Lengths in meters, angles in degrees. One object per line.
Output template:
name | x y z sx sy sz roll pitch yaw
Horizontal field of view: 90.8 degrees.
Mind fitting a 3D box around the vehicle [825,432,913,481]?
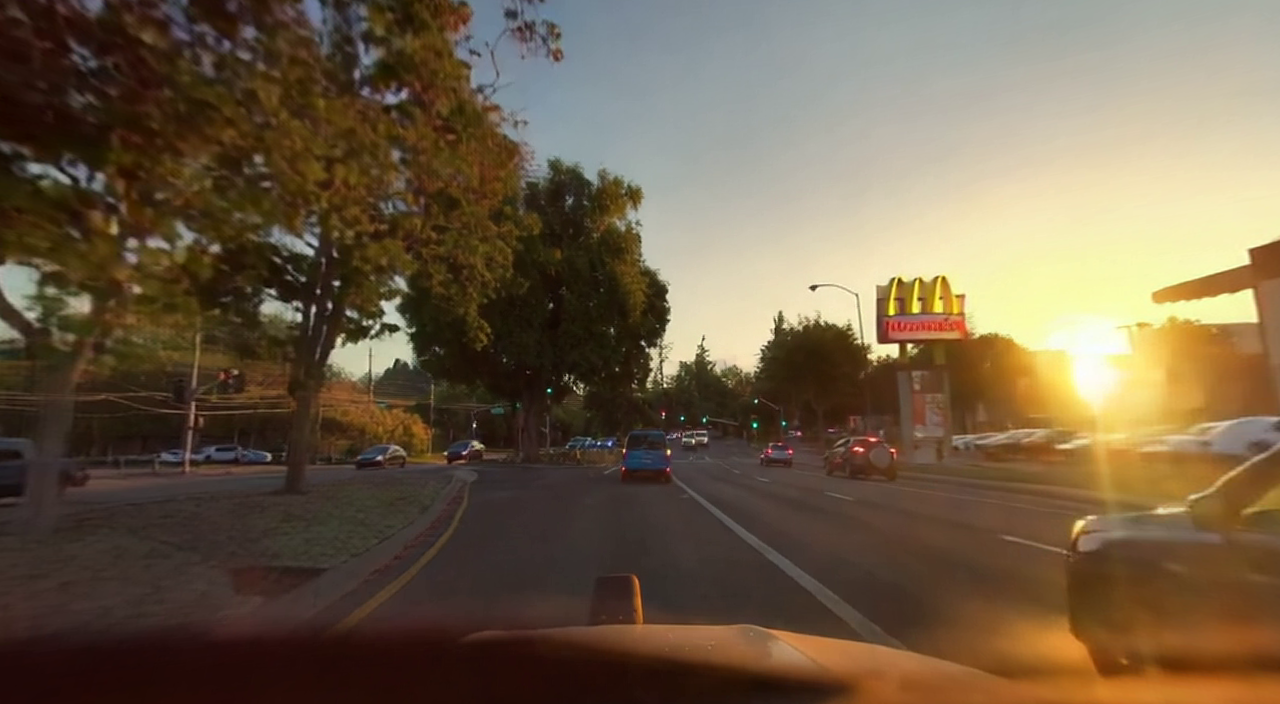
vehicle | 9.045 4.167 25.398 1.977 1.786 4.344 0 -8 1

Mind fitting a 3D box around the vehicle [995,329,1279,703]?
vehicle | 3.402 0.716 1.894 2.076 1.716 4.416 0 -8 0

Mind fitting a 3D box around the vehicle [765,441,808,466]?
vehicle | 9.517 6.621 41.275 1.879 1.517 4.006 0 -8 0

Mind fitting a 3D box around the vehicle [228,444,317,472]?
vehicle | -27.404 7.903 47.231 5.258 1.970 2.363 -1 -8 4

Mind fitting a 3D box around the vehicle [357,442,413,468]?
vehicle | -18.625 7.538 46.356 2.050 1.797 4.945 0 -8 0

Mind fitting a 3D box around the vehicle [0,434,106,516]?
vehicle | -14.337 2.655 13.507 2.136 1.676 4.371 -1 -10 -3

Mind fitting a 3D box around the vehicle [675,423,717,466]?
vehicle | 3.578 5.948 40.997 2.239 2.586 4.586 1 -8 -1

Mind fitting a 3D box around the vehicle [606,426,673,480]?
vehicle | -0.076 3.959 24.952 2.402 1.938 4.535 0 -8 -1
